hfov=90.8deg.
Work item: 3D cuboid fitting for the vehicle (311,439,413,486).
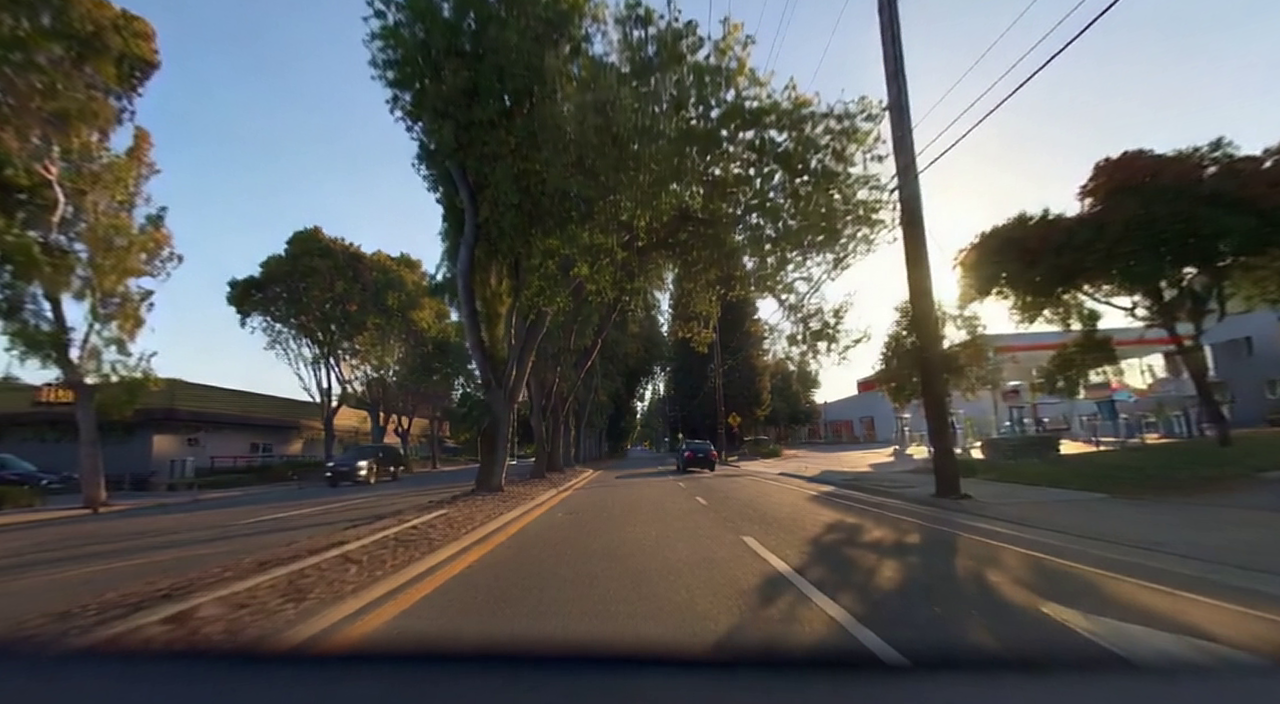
[{"bbox_3d":[-12.831,5.111,29.653,2.379,1.967,5.195,-1,-8,1],"label":"vehicle"}]

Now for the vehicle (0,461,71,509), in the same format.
[{"bbox_3d":[-23.028,4.780,22.980,4.117,1.557,1.876,-5,-9,26],"label":"vehicle"}]

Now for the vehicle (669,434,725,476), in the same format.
[{"bbox_3d":[2.679,4.990,30.785,2.115,1.840,4.777,0,-8,-2],"label":"vehicle"}]
